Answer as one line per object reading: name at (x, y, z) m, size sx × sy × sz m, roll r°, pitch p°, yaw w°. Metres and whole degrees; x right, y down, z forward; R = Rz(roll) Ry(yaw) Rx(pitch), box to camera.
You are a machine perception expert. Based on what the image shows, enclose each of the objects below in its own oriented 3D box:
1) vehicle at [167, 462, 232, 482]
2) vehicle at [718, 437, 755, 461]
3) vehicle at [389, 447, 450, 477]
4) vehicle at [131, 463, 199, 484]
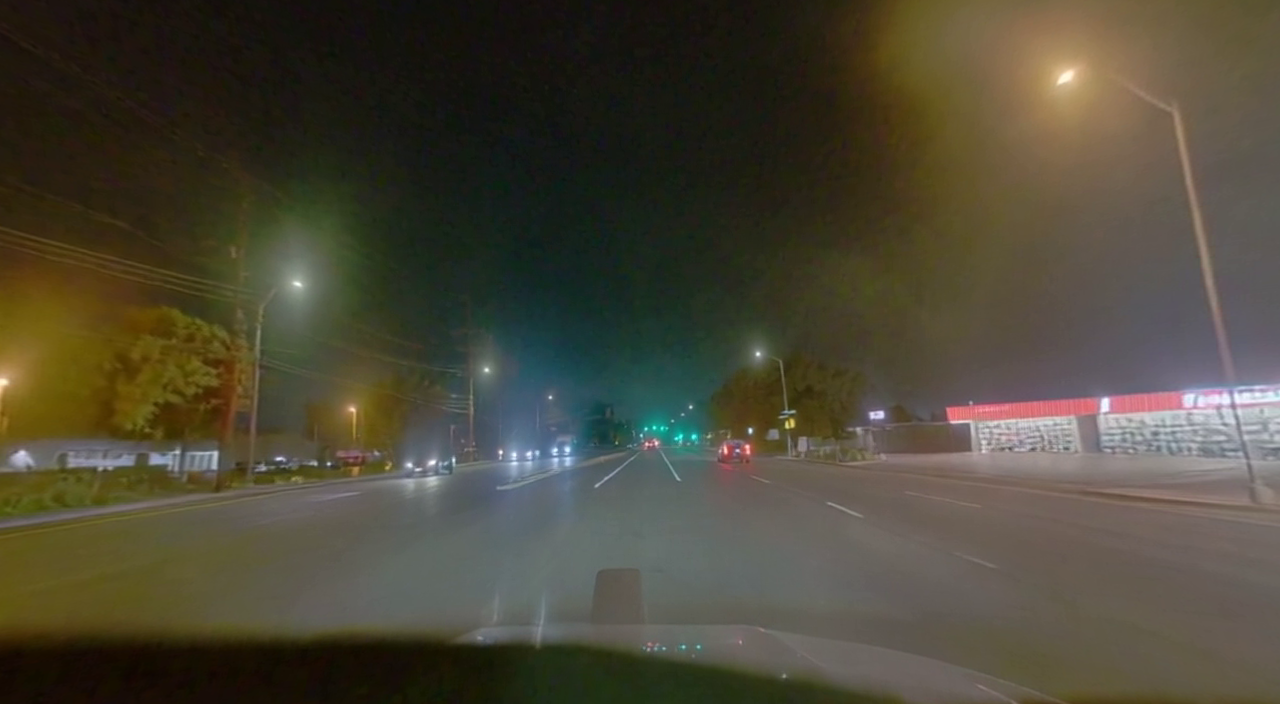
vehicle at (-33.956, 9.233, 48.756) m, size 3.780 × 1.444 × 1.678 m, roll 0°, pitch -8°, yaw 2°
vehicle at (6.918, 7.016, 45.533) m, size 1.957 × 1.643 × 4.226 m, roll 0°, pitch -9°, yaw 0°
vehicle at (-13.553, 6.750, 39.085) m, size 1.938 × 1.743 × 4.310 m, roll -1°, pitch -9°, yaw 4°
vehicle at (-34.994, 8.953, 46.587) m, size 3.653 × 1.445 × 1.657 m, roll 0°, pitch -9°, yaw 0°
